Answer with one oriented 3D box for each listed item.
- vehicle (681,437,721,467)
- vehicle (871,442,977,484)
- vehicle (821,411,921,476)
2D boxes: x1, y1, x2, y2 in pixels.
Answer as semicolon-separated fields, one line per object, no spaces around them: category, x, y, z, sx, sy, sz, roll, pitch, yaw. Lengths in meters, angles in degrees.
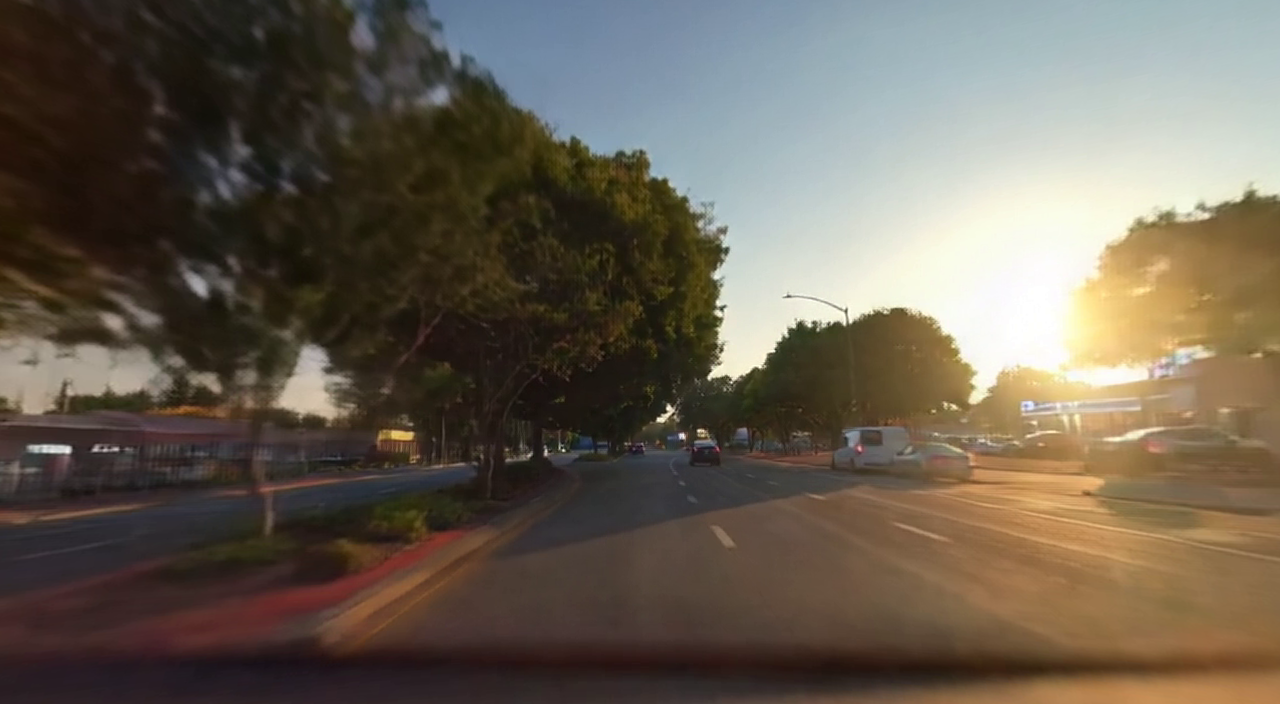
vehicle;3.587;5.977;37.812;1.957;1.643;4.226;0;-9;0
vehicle;10.738;4.220;24.336;1.857;1.411;4.859;0;-9;1
vehicle;10.774;4.374;30.097;2.507;2.745;5.779;0;-9;0
